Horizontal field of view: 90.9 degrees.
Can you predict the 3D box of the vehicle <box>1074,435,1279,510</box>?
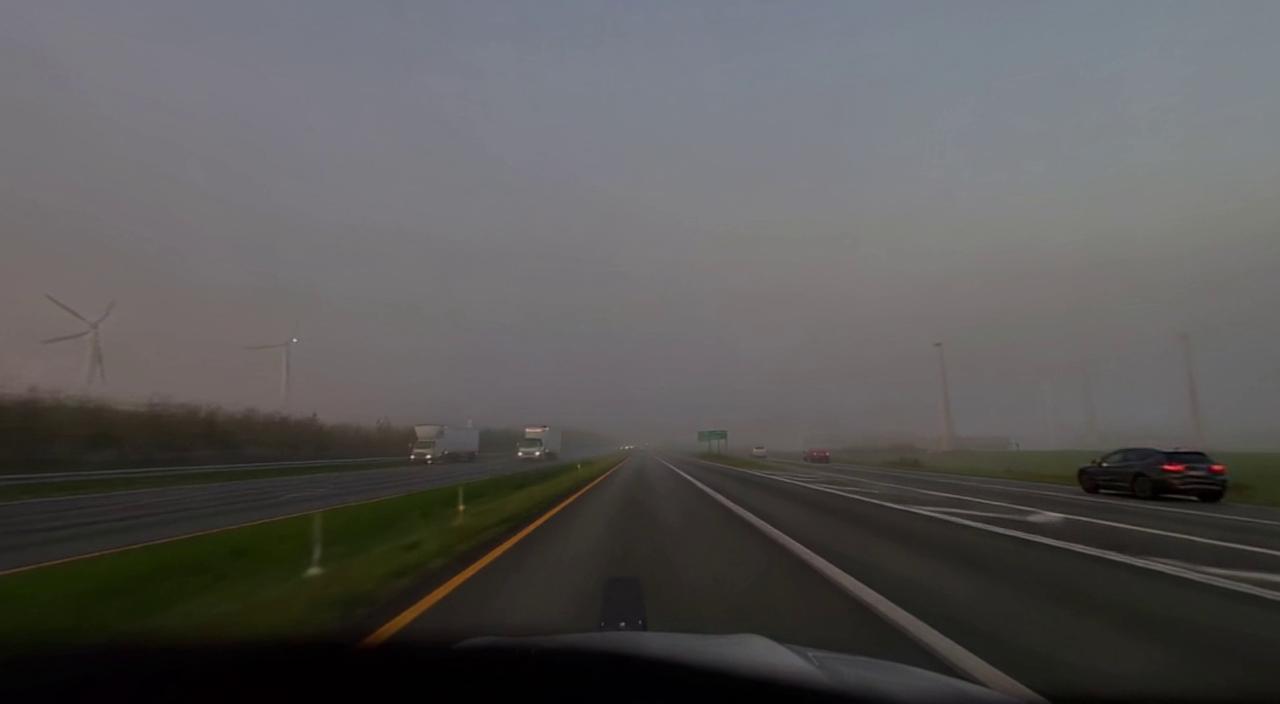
[{"bbox_3d":[14.197,3.130,16.804,1.897,1.669,4.825,0,-9,2],"label":"vehicle"}]
